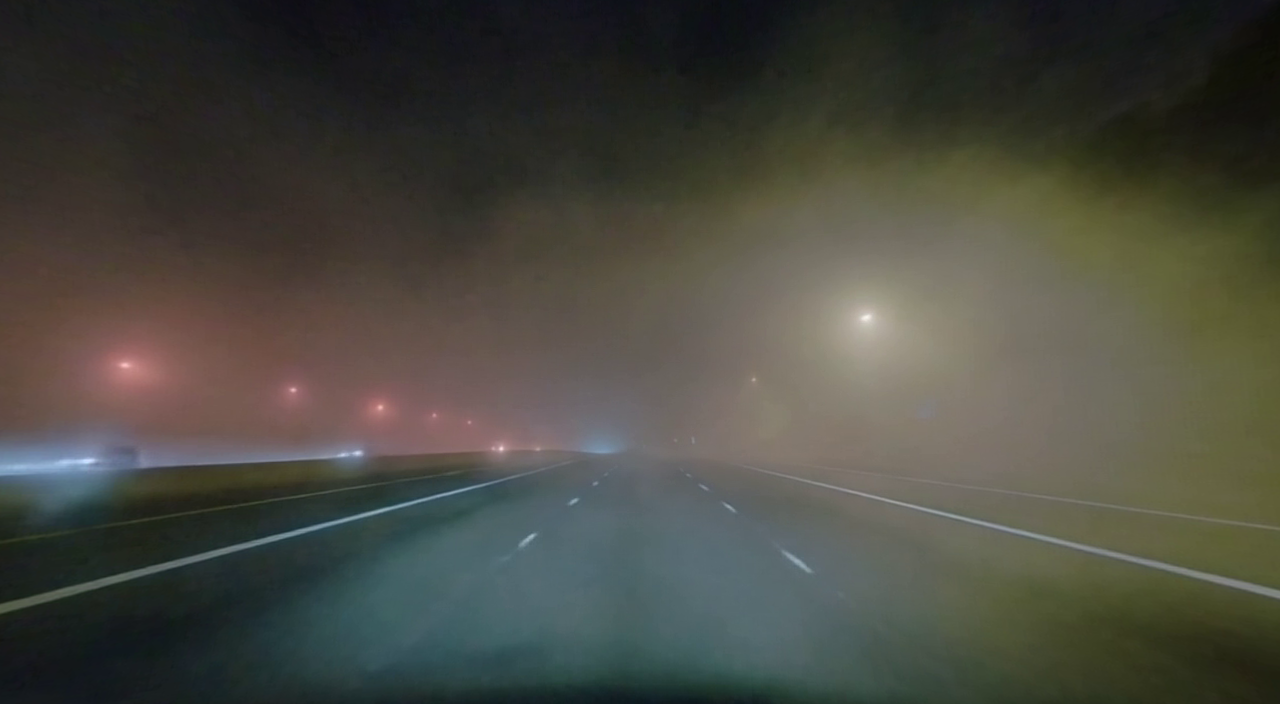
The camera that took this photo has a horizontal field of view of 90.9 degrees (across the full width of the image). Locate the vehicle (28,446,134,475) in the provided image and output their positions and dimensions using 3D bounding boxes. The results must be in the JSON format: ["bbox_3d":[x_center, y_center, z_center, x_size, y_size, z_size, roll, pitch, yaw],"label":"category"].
[{"bbox_3d":[-31.601,6.109,35.873,1.810,1.505,4.512,0,-8,1],"label":"vehicle"}]
